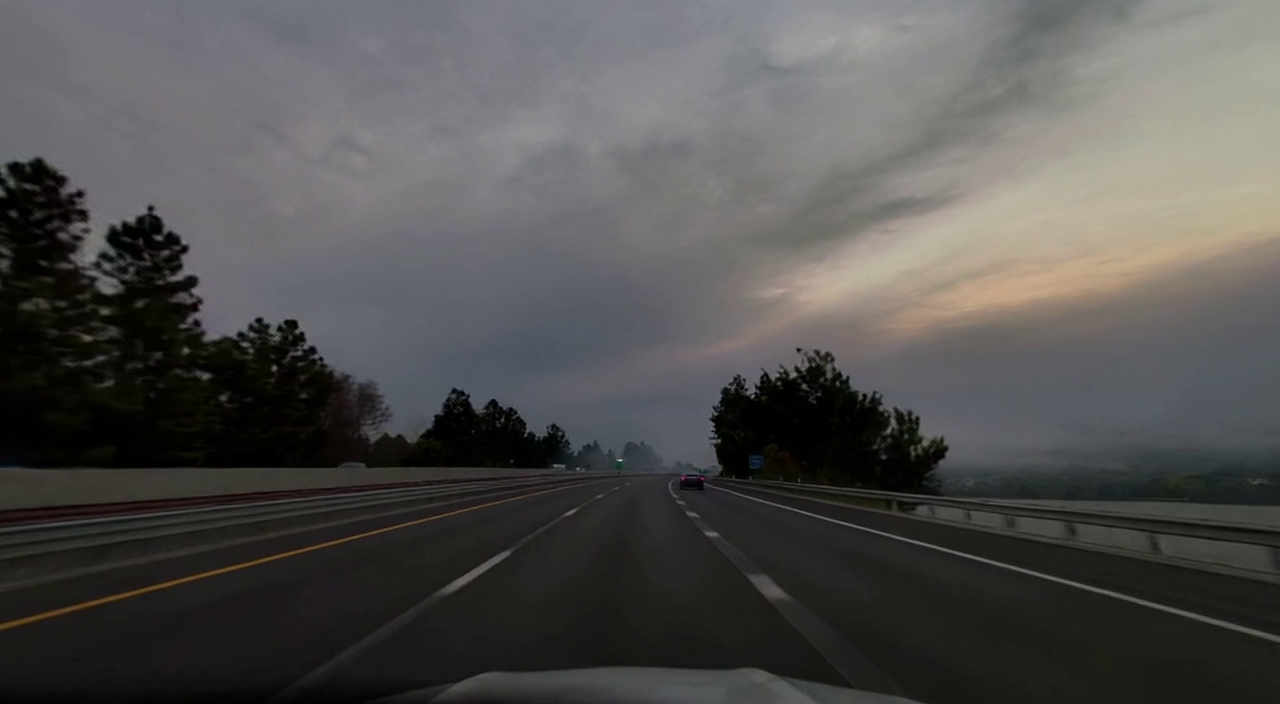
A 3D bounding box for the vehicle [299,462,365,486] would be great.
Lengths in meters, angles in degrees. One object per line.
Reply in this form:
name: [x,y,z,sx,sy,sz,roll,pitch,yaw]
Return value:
vehicle: [-20.145,8.022,41.461,1.938,1.458,4.858,1,-11,-1]
